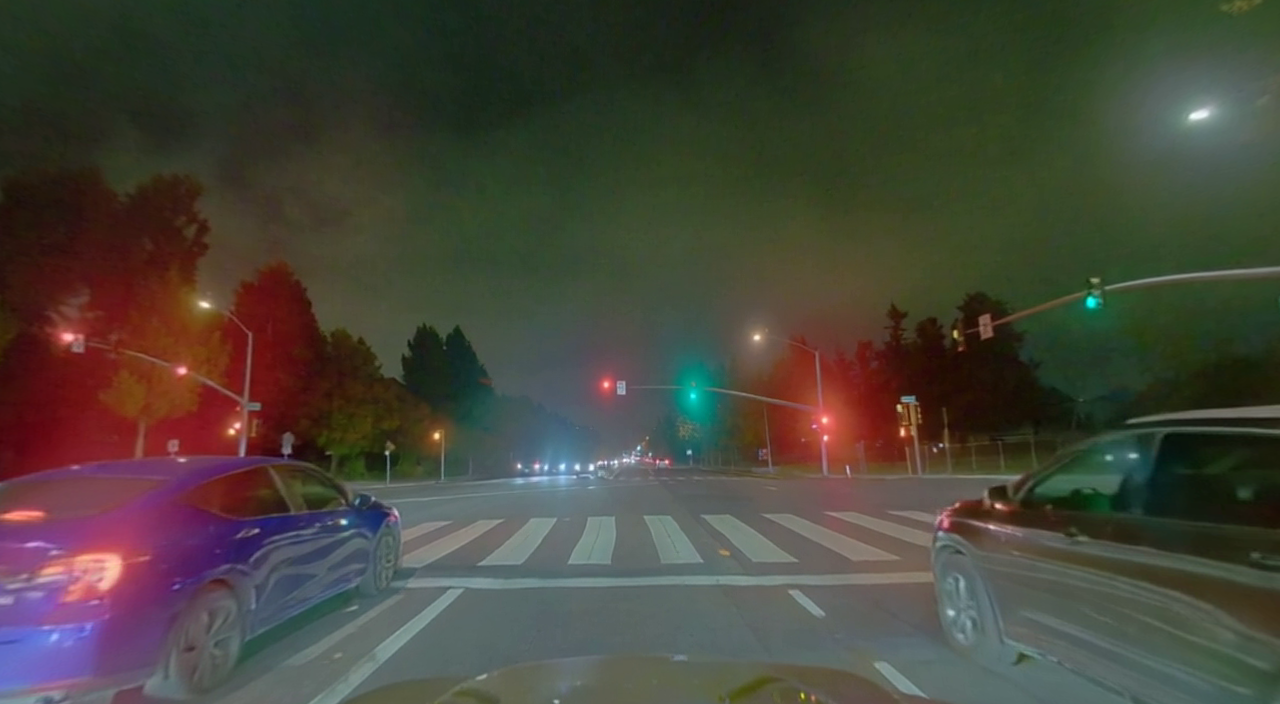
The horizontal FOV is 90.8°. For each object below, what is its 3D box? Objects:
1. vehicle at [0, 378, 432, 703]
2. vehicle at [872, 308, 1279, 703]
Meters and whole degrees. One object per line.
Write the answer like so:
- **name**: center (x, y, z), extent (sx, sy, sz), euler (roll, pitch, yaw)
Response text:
- **vehicle**: center (-3.011, 1.122, 4.107), extent (1.969, 1.513, 3.773), euler (0, -8, 1)
- **vehicle**: center (2.873, 0.838, 2.628), extent (2.099, 1.671, 4.491), euler (0, -8, 0)
